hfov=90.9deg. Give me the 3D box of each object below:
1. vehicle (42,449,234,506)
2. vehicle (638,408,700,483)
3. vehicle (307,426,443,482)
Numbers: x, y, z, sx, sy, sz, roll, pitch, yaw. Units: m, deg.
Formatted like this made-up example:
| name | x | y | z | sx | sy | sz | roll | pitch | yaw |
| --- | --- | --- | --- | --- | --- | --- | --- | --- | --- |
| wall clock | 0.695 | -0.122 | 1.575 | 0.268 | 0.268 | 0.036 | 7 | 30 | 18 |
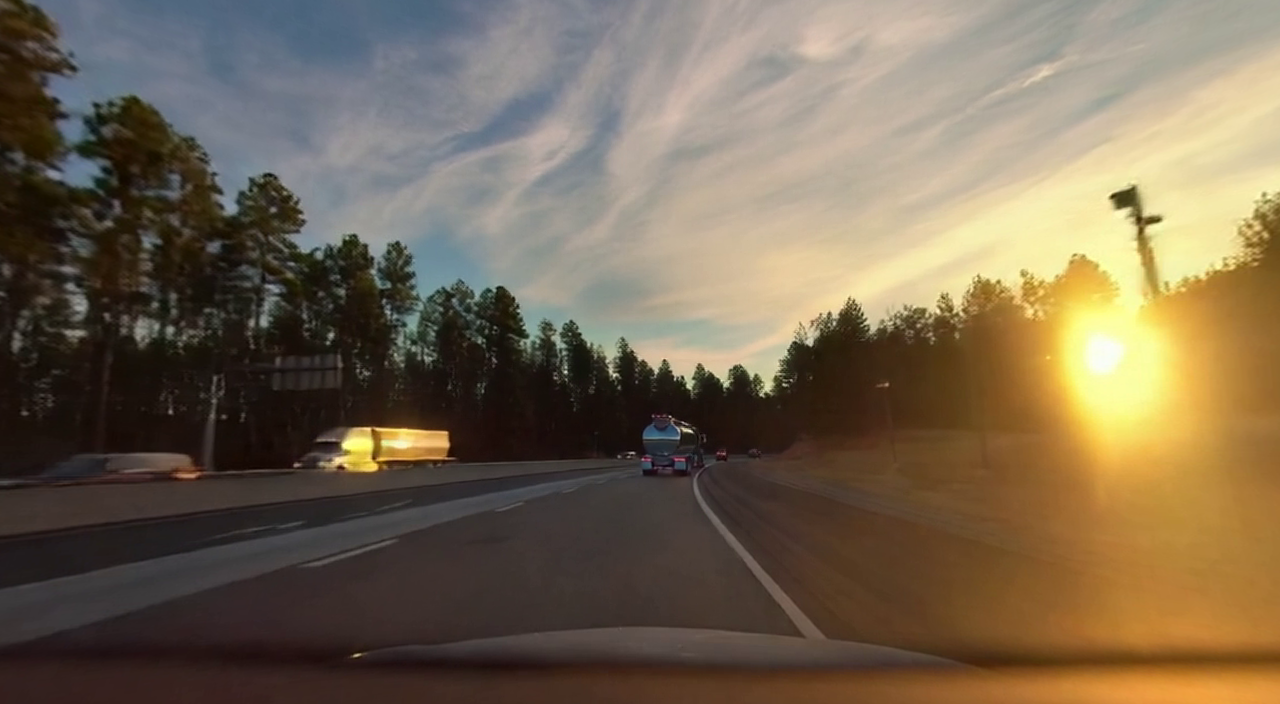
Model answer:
| name | x | y | z | sx | sy | sz | roll | pitch | yaw |
| --- | --- | --- | --- | --- | --- | --- | --- | --- | --- |
| vehicle | -14.831 | 3.684 | 19.031 | 1.877 | 1.487 | 4.396 | -1 | -9 | 6 |
| vehicle | 2.078 | 5.744 | 38.835 | 2.907 | 3.747 | 13.318 | -1 | -8 | 6 |
| vehicle | -16.549 | 6.509 | 40.687 | 2.850 | 3.134 | 10.723 | -2 | -9 | 8 |
